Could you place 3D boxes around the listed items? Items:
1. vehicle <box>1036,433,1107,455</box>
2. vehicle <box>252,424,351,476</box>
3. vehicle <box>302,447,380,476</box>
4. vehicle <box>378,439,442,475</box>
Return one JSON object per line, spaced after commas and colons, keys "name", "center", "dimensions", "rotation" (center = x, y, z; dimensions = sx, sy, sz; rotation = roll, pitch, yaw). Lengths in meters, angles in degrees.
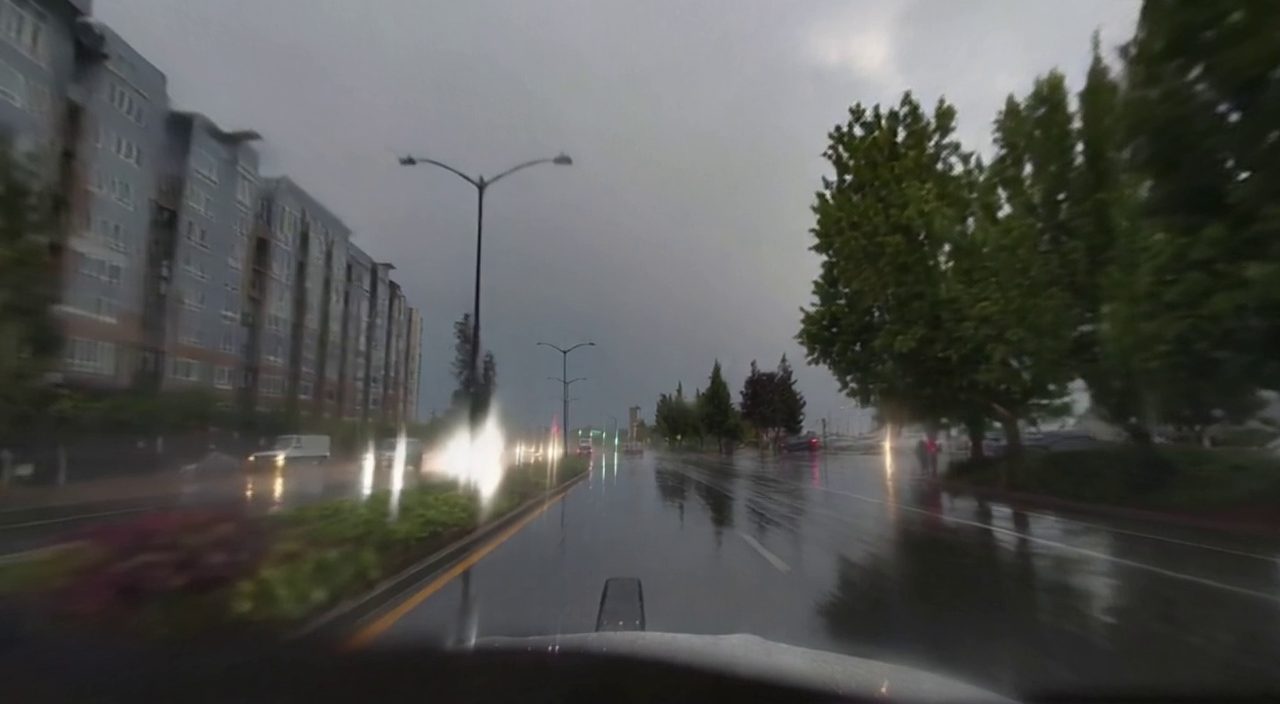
{"name": "vehicle", "center": [31.136, 6.634, 45.584], "dimensions": [4.313, 1.549, 1.851], "rotation": [3, -9, -18]}
{"name": "vehicle", "center": [-20.694, 6.045, 39.109], "dimensions": [2.601, 2.866, 6.588], "rotation": [0, -9, -2]}
{"name": "vehicle", "center": [-16.324, 5.994, 34.813], "dimensions": [2.206, 1.483, 4.526], "rotation": [0, -8, -2]}
{"name": "vehicle", "center": [-12.777, 5.842, 35.410], "dimensions": [1.816, 1.843, 4.863], "rotation": [0, -8, -2]}
